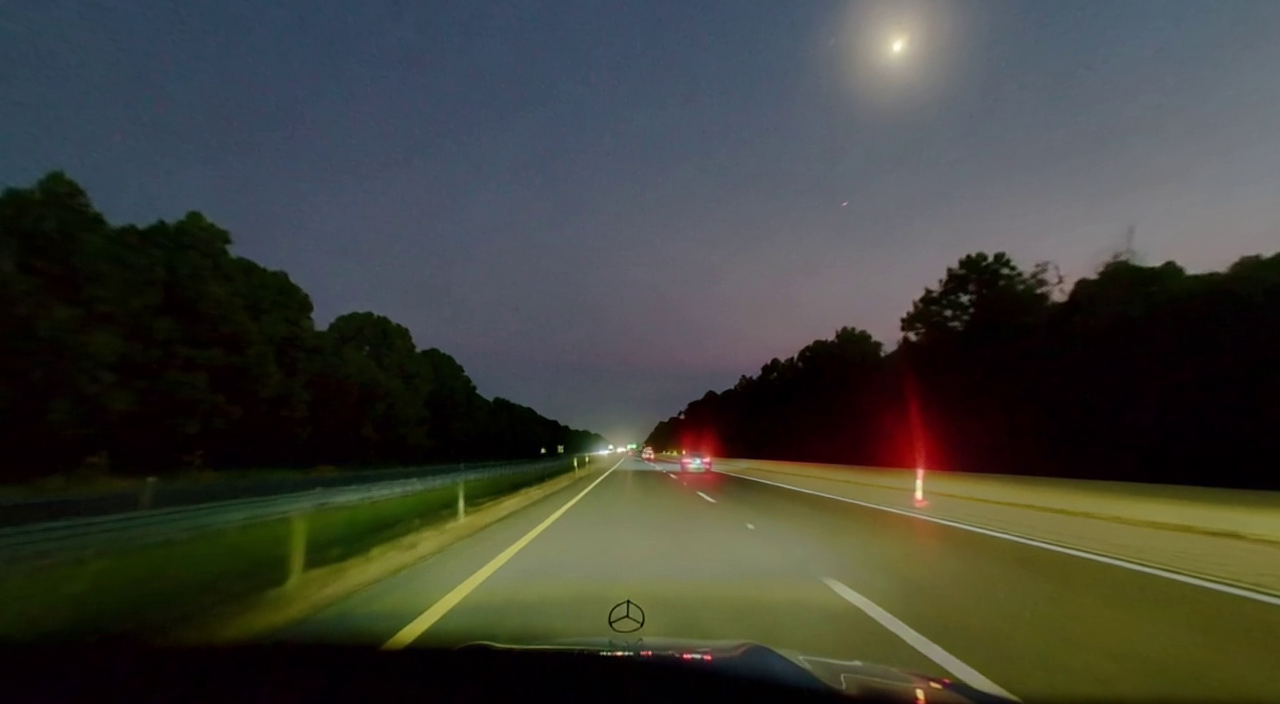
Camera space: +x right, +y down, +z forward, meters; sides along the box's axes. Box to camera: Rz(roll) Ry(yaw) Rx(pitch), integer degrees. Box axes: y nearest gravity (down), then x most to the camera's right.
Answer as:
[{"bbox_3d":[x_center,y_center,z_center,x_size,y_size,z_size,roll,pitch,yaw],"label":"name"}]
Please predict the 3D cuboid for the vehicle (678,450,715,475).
[{"bbox_3d":[3.490,6.858,39.362,1.870,1.486,3.858,0,-9,-1],"label":"vehicle"}]
